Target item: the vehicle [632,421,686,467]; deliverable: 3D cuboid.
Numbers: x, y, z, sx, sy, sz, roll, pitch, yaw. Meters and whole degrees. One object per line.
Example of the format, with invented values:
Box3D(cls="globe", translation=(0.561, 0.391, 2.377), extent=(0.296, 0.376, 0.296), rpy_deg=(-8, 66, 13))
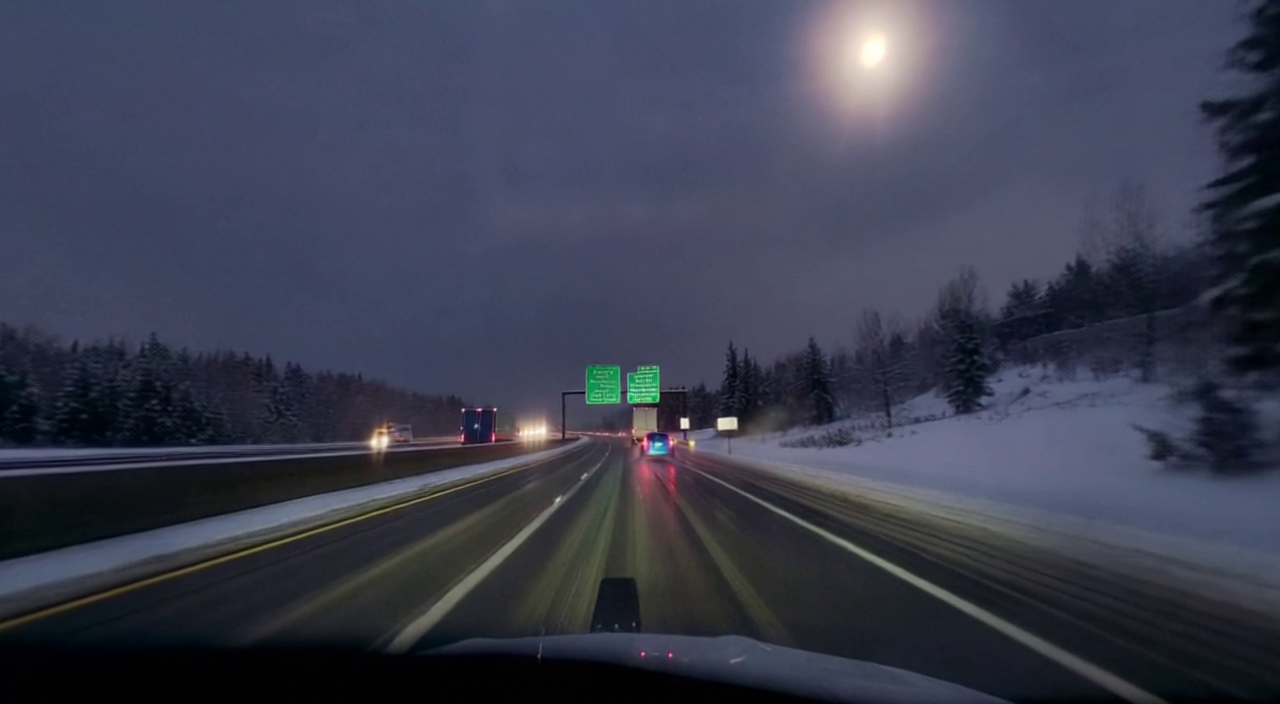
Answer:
Box3D(cls="vehicle", translation=(0.770, 4.122, 28.432), extent=(2.076, 1.914, 4.287), rpy_deg=(0, -8, -3))
